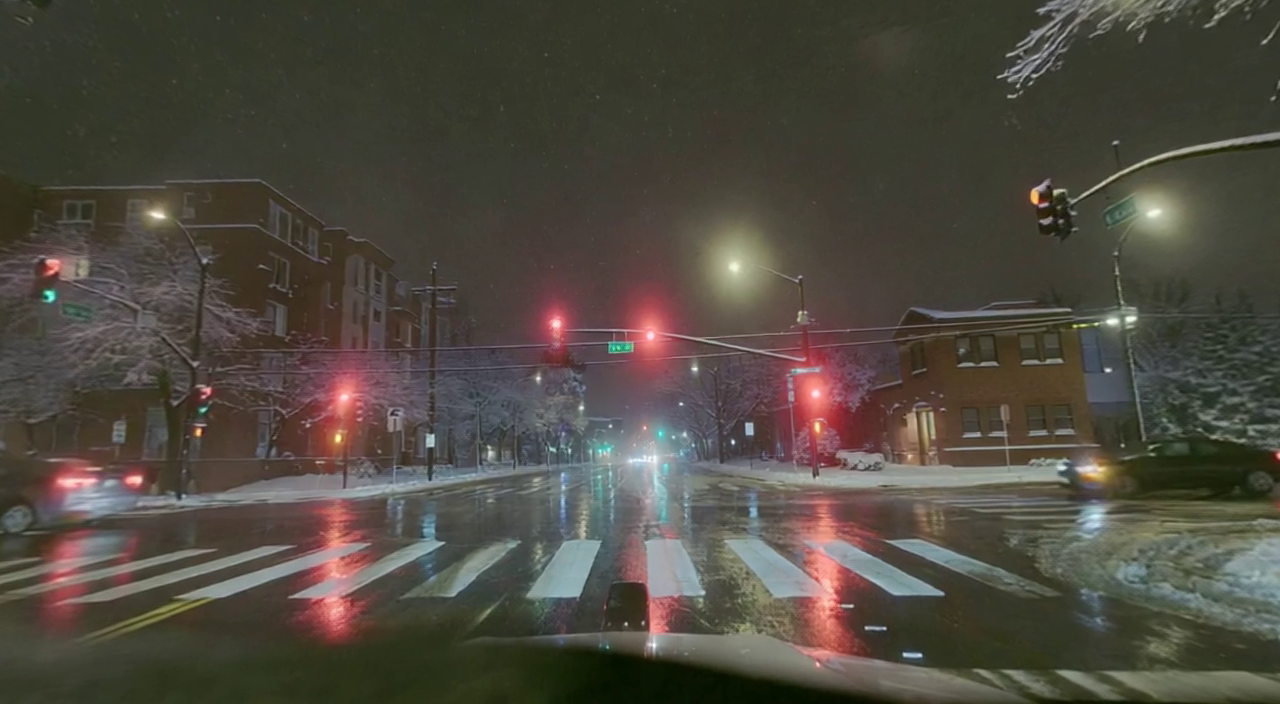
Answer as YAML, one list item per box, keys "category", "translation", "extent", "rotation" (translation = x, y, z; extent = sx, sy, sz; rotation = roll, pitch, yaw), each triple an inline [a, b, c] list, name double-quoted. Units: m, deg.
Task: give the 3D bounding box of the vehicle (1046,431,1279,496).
- category: "vehicle"
  translation: [13.239, 2.745, 15.727]
  extent: [4.847, 1.484, 1.926]
  rotation: [0, -8, 0]

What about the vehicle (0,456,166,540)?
- category: "vehicle"
  translation: [-13.016, 2.956, 13.047]
  extent: [4.808, 1.524, 1.967]
  rotation: [0, -8, 1]
